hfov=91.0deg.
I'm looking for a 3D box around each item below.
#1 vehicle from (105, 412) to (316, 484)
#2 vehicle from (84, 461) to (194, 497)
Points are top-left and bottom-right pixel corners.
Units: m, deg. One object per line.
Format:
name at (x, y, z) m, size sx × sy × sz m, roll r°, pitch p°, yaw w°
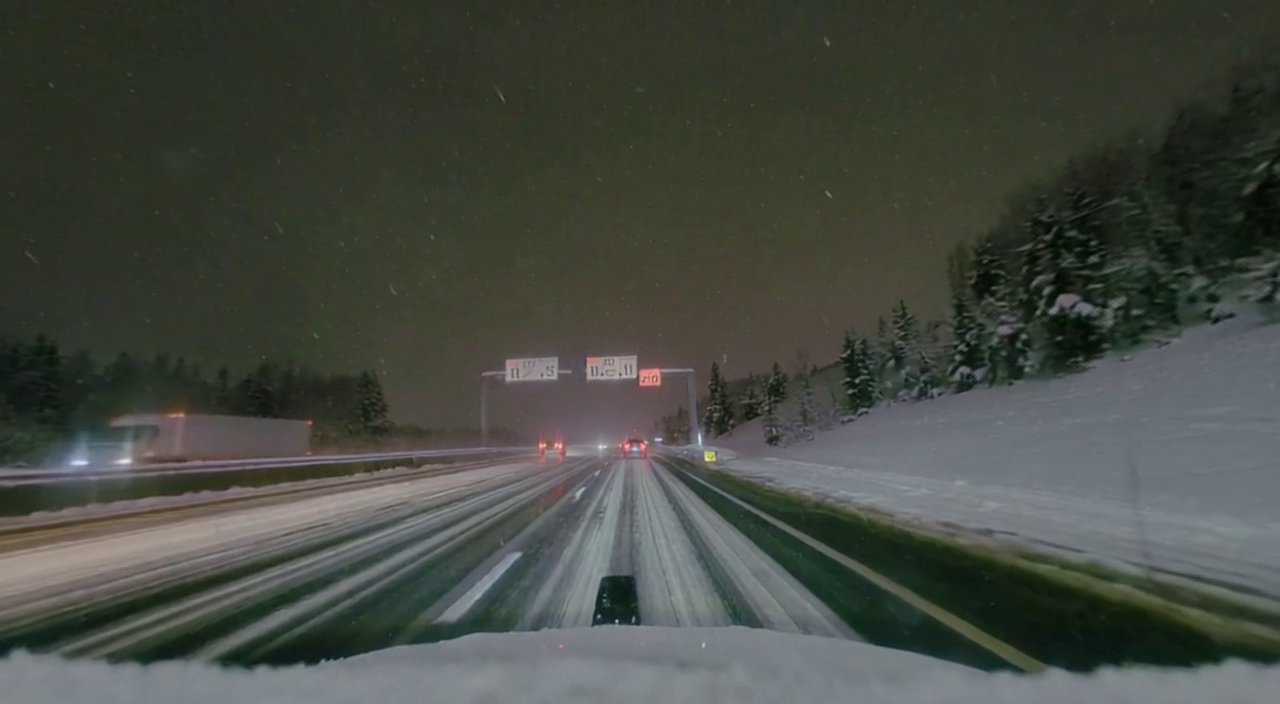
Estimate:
vehicle at (-28.031, 6.503, 43.256) m, size 2.884 × 3.901 × 17.249 m, roll 0°, pitch -8°, yaw -1°
vehicle at (-23.394, 5.919, 29.623) m, size 1.823 × 1.417 × 4.137 m, roll -1°, pitch -8°, yaw -1°
